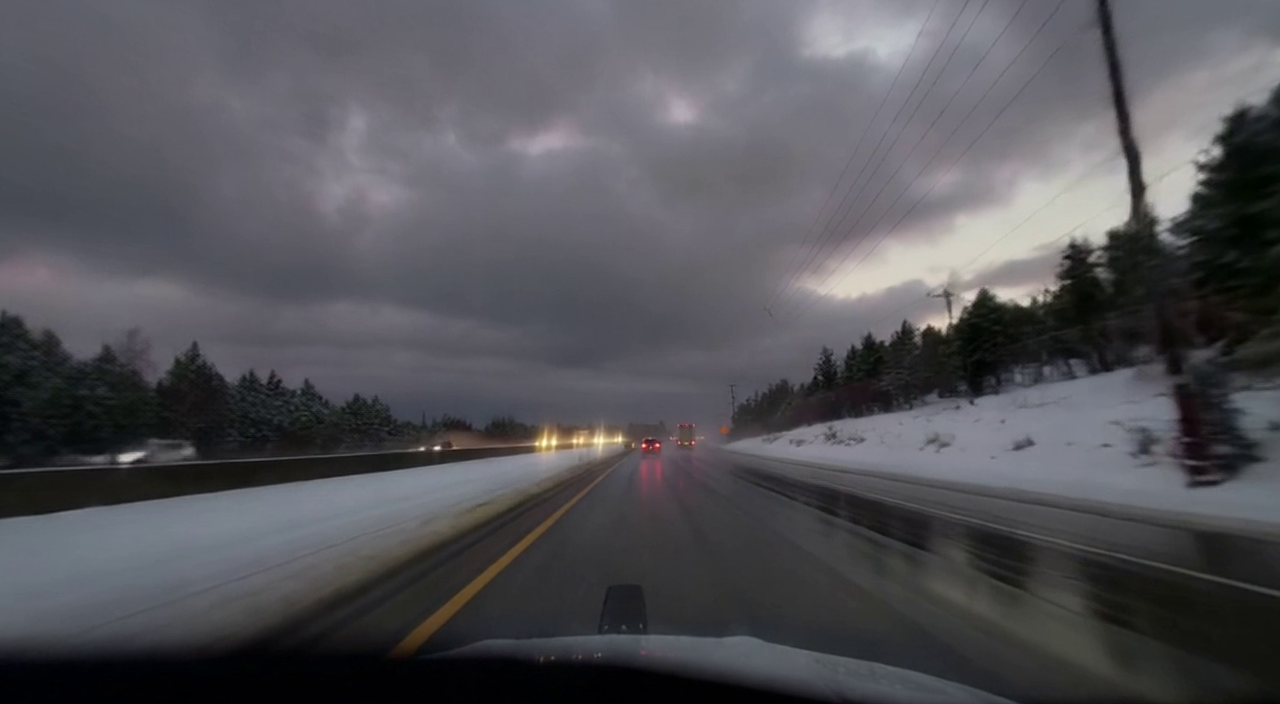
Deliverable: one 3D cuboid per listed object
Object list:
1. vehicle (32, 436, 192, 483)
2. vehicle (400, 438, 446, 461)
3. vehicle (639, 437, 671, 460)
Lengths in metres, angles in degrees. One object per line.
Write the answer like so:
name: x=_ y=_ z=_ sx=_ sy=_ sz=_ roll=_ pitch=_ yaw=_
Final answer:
vehicle: x=-20.467 y=4.163 z=24.830 sx=2.087 sy=1.611 sz=4.808 roll=-1 pitch=-8 yaw=1
vehicle: x=-16.033 y=7.211 z=46.764 sx=1.846 sy=1.545 sz=3.972 roll=-1 pitch=-8 yaw=2
vehicle: x=1.075 y=6.927 z=45.262 sx=2.192 sy=1.556 sz=4.132 roll=-1 pitch=-8 yaw=2
